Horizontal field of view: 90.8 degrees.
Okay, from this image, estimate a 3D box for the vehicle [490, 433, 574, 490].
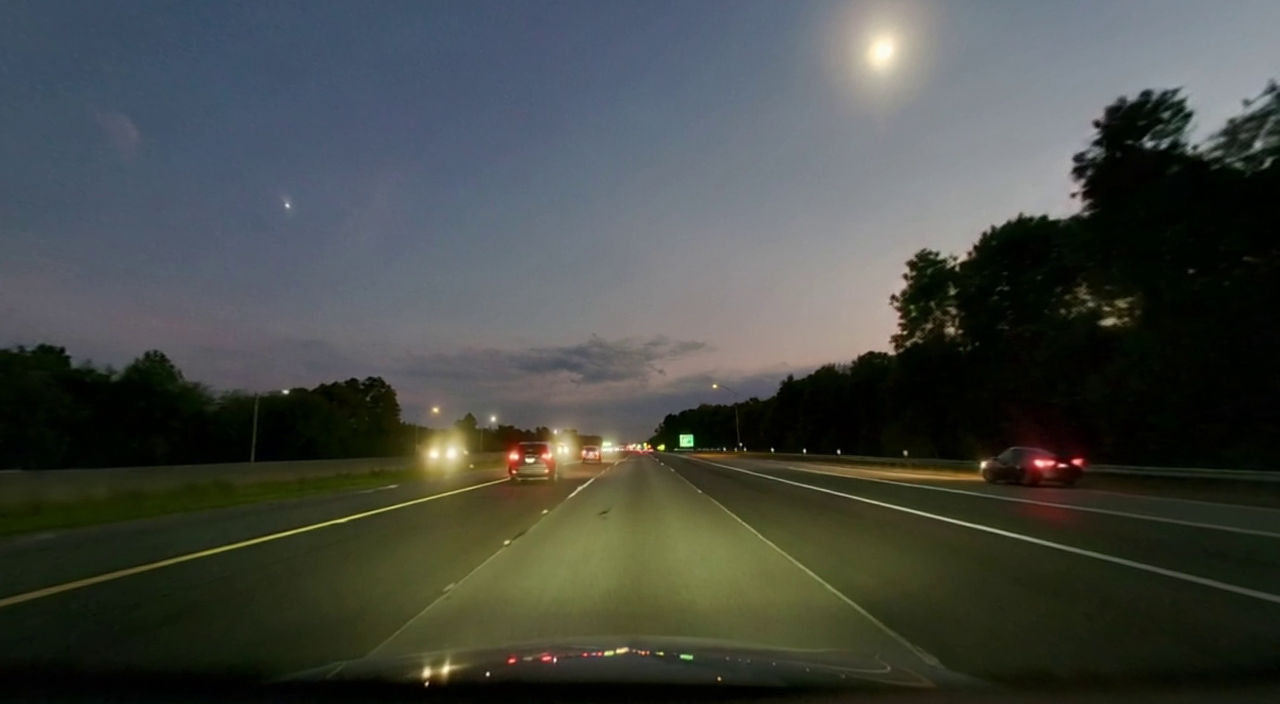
[{"bbox_3d":[-3.609,3.771,22.019,2.114,1.774,4.427,0,-9,0],"label":"vehicle"}]
